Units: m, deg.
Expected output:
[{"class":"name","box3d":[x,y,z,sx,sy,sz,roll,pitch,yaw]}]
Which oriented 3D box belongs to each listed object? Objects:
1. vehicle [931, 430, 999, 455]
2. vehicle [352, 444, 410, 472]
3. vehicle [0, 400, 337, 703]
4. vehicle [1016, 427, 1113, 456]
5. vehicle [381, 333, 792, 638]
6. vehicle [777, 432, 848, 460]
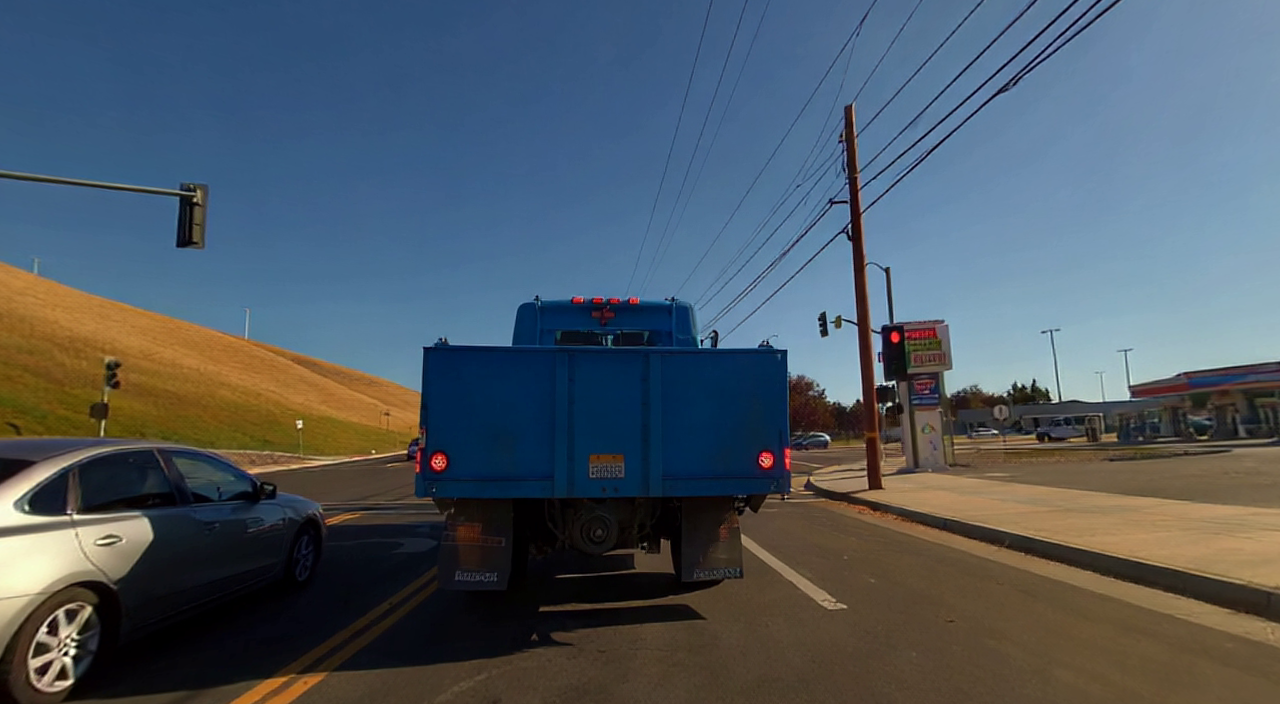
[{"class":"vehicle","box3d":[24.047,6.715,46.515,5.021,1.757,2.012,5,-10,-30]},{"class":"vehicle","box3d":[-17.149,7.016,41.912,2.133,1.690,4.331,0,-9,-3]},{"class":"vehicle","box3d":[-3.963,1.193,3.989,2.017,1.555,4.150,-1,-9,0]},{"class":"vehicle","box3d":[25.535,5.398,37.960,4.419,1.496,1.854,-2,-9,1]},{"class":"vehicle","box3d":[-0.428,1.328,7.219,2.859,2.144,5.406,0,-9,-1]},{"class":"vehicle","box3d":[11.702,6.369,42.600,4.975,1.799,2.117,7,-11,-40]}]
